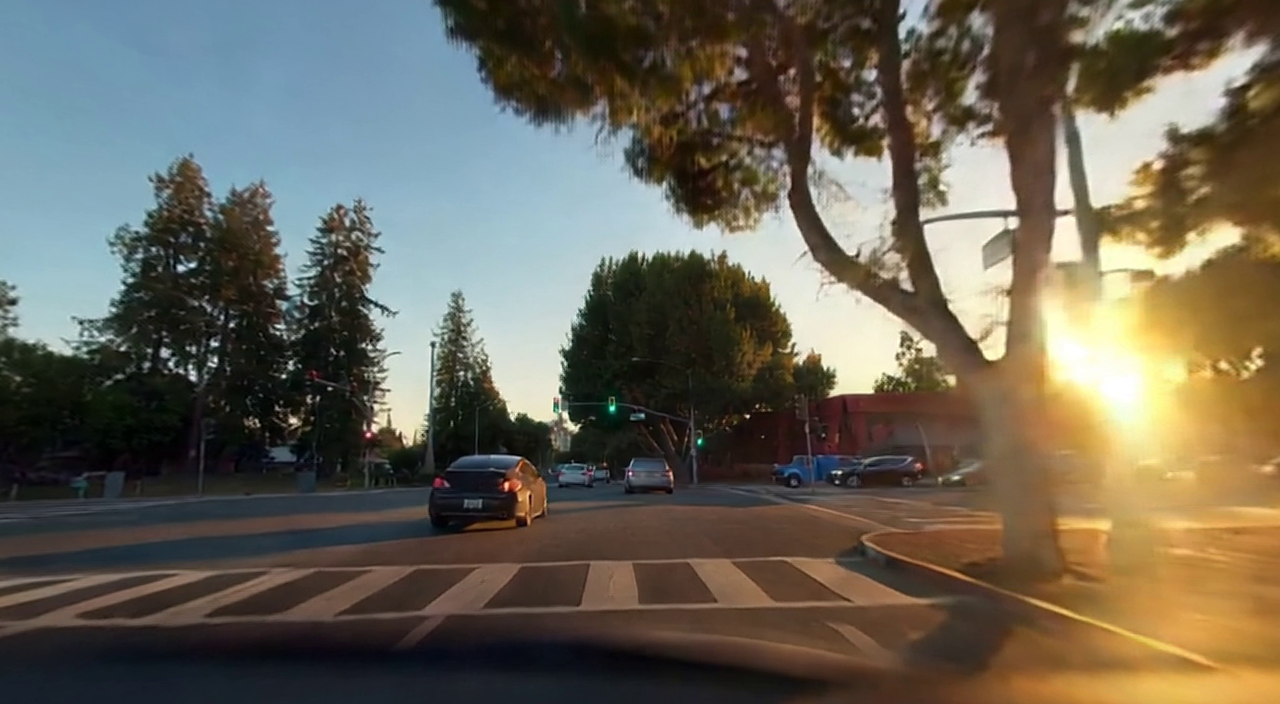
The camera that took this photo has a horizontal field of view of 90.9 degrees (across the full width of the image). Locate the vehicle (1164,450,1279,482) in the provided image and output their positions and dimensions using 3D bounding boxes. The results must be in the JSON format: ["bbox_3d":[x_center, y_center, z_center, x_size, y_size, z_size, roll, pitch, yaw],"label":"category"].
[{"bbox_3d":[28.997,5.607,31.156,4.365,1.448,1.928,0,-8,1],"label":"vehicle"}]

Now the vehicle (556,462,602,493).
[{"bbox_3d":[-3.329,6.960,35.178,2.013,1.474,4.393,-1,-8,1],"label":"vehicle"}]

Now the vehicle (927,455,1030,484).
[{"bbox_3d":[18.561,6.446,34.741,4.478,1.495,2.063,0,-8,0],"label":"vehicle"}]

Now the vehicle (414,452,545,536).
[{"bbox_3d":[-3.335,3.008,13.850,1.960,1.528,3.490,0,-8,0],"label":"vehicle"}]

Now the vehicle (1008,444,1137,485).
[{"bbox_3d":[21.089,5.501,30.901,4.585,1.681,2.140,-3,-10,0],"label":"vehicle"}]

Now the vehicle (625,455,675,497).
[{"bbox_3d":[0.433,5.636,28.893,2.163,1.678,3.846,0,-8,0],"label":"vehicle"}]

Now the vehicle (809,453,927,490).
[{"bbox_3d":[11.035,5.866,30.791,4.875,1.473,2.077,-3,-12,-1],"label":"vehicle"}]
